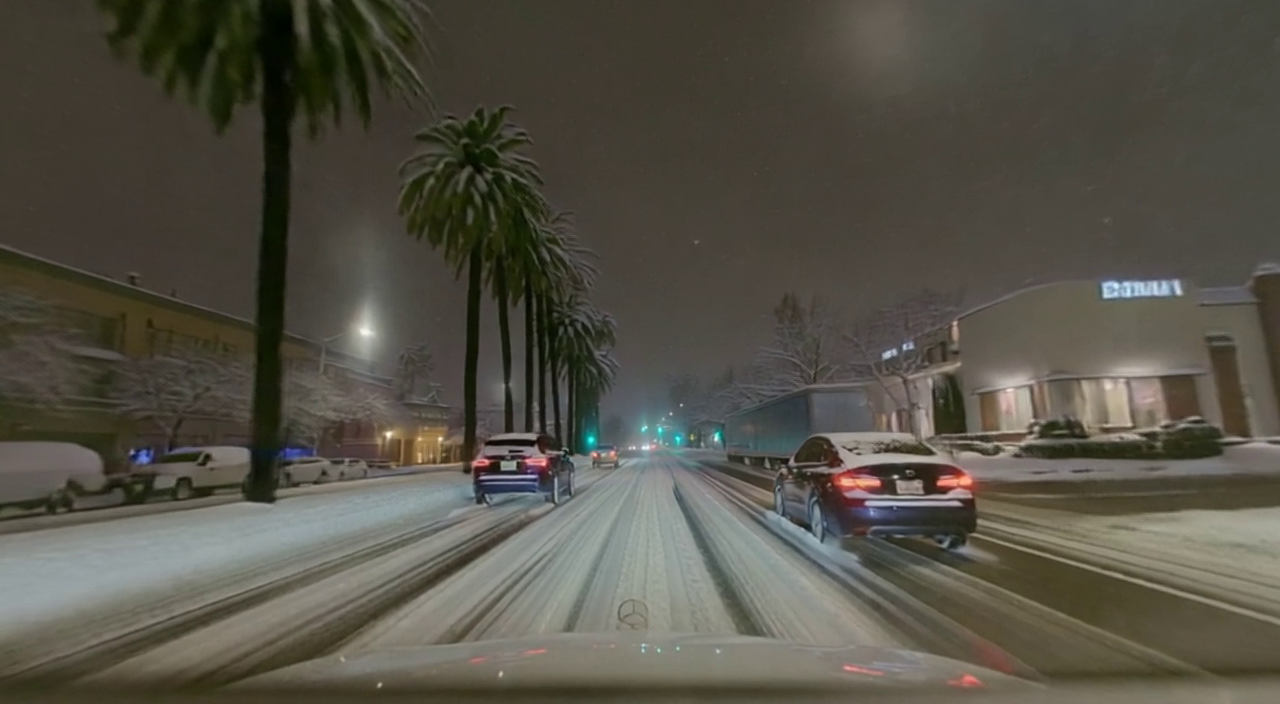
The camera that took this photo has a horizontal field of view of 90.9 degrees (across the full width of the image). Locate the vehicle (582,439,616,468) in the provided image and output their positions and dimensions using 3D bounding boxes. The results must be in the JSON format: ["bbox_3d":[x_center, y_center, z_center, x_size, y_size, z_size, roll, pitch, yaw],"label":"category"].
[{"bbox_3d":[-2.621,6.642,41.333,1.998,1.743,4.402,0,-8,-1],"label":"vehicle"}]

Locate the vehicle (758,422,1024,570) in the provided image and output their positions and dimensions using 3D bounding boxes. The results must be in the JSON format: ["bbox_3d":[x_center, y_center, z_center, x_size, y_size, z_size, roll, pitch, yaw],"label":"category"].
[{"bbox_3d":[2.996,1.800,8.667,1.946,1.513,4.133,0,-8,0],"label":"vehicle"}]

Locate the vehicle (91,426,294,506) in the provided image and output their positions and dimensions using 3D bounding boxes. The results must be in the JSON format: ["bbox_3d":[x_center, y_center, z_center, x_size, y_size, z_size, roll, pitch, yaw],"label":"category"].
[{"bbox_3d":[-21.419,5.488,31.243,3.030,3.354,9.135,-1,-8,2],"label":"vehicle"}]

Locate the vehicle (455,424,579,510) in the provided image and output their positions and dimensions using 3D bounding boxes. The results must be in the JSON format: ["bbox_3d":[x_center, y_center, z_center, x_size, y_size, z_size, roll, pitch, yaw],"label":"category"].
[{"bbox_3d":[-2.824,2.770,15.596,2.058,1.804,4.391,-1,-8,2],"label":"vehicle"}]

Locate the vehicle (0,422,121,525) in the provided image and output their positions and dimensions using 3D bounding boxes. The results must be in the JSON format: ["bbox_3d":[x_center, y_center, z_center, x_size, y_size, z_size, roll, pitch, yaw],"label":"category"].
[{"bbox_3d":[-21.675,3.879,20.137,2.989,3.225,8.285,0,-8,1],"label":"vehicle"}]
